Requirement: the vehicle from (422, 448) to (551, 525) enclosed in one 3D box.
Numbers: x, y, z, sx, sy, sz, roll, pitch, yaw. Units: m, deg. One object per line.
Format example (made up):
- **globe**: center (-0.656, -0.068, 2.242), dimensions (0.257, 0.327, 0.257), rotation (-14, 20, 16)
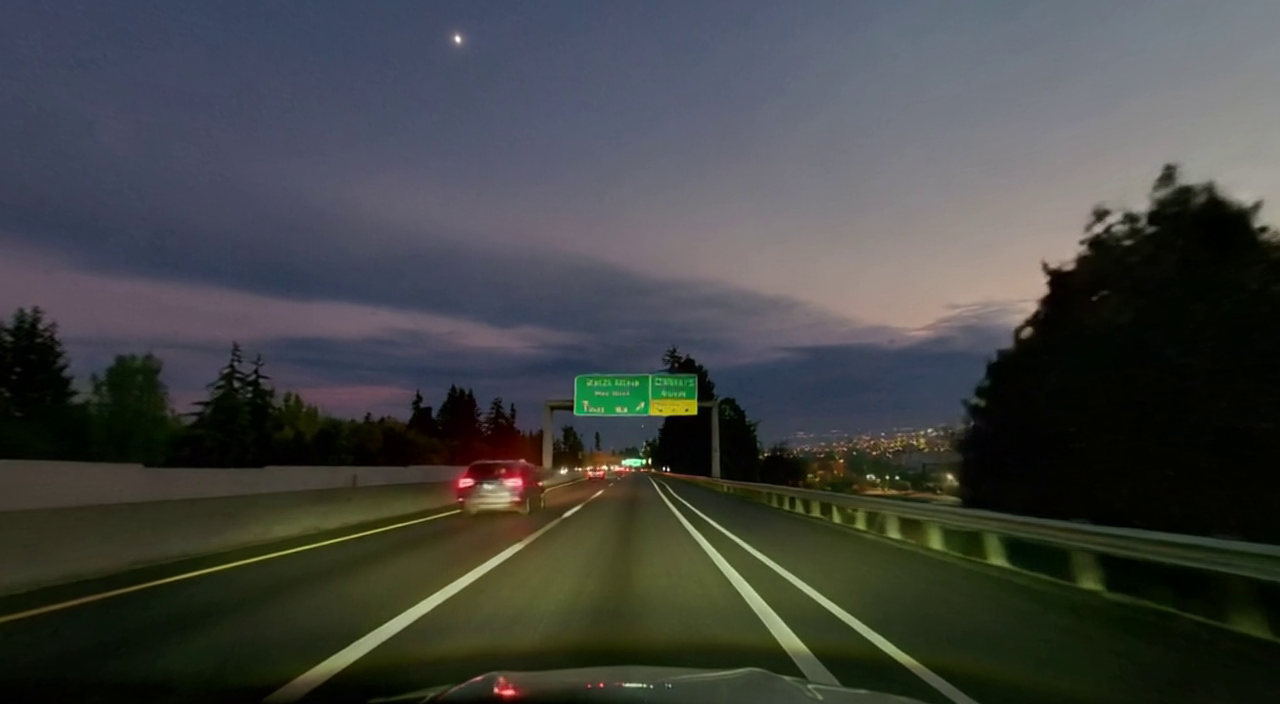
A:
- **vehicle**: center (-4.150, 3.816, 18.308), dimensions (2.254, 1.809, 5.839), rotation (1, -10, 0)
